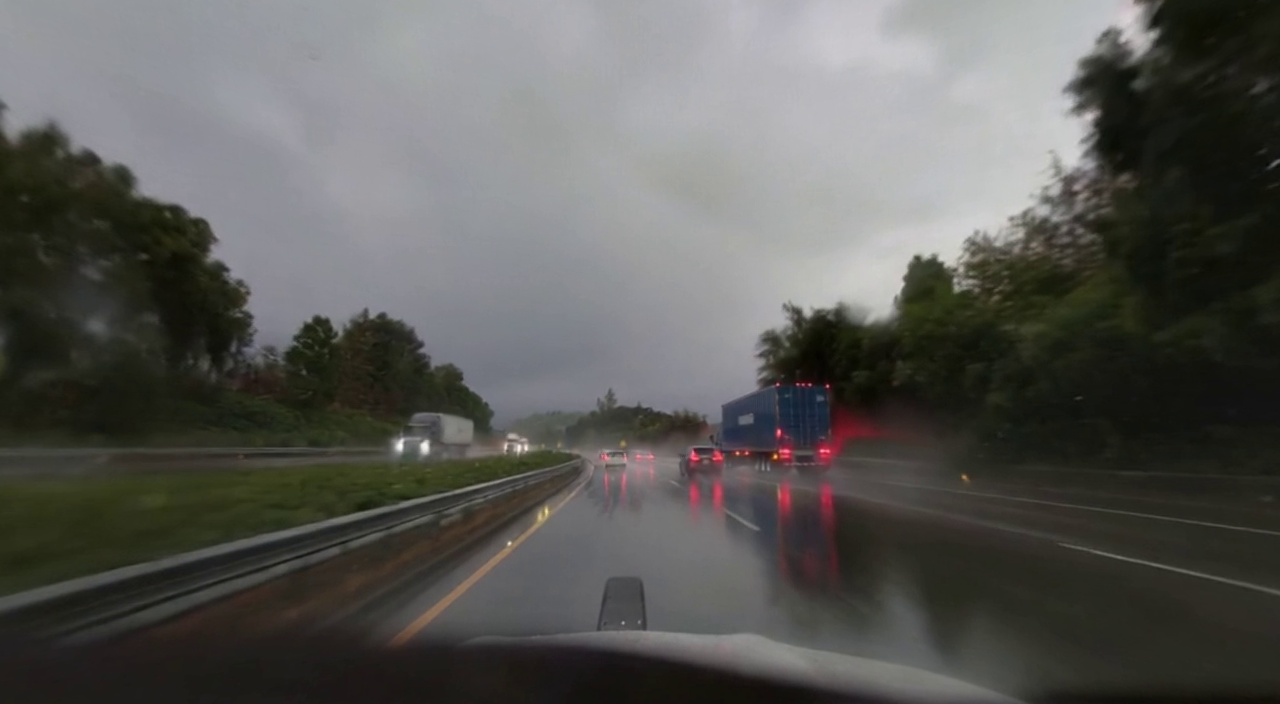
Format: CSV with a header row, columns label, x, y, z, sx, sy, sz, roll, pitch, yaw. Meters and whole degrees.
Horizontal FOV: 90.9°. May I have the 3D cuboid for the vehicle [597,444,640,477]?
label,x,y,z,sx,sy,sz,roll,pitch,yaw
vehicle,-1.092,5.454,31.764,2.050,1.534,3.771,1,-9,-2

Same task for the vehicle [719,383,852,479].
label,x,y,z,sx,sy,sz,roll,pitch,yaw
vehicle,6.986,4.414,33.631,2.965,3.990,14.227,1,-9,-3

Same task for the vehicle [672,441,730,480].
label,x,y,z,sx,sy,sz,roll,pitch,yaw
vehicle,2.645,4.816,28.127,2.013,1.623,3.916,1,-9,-3
